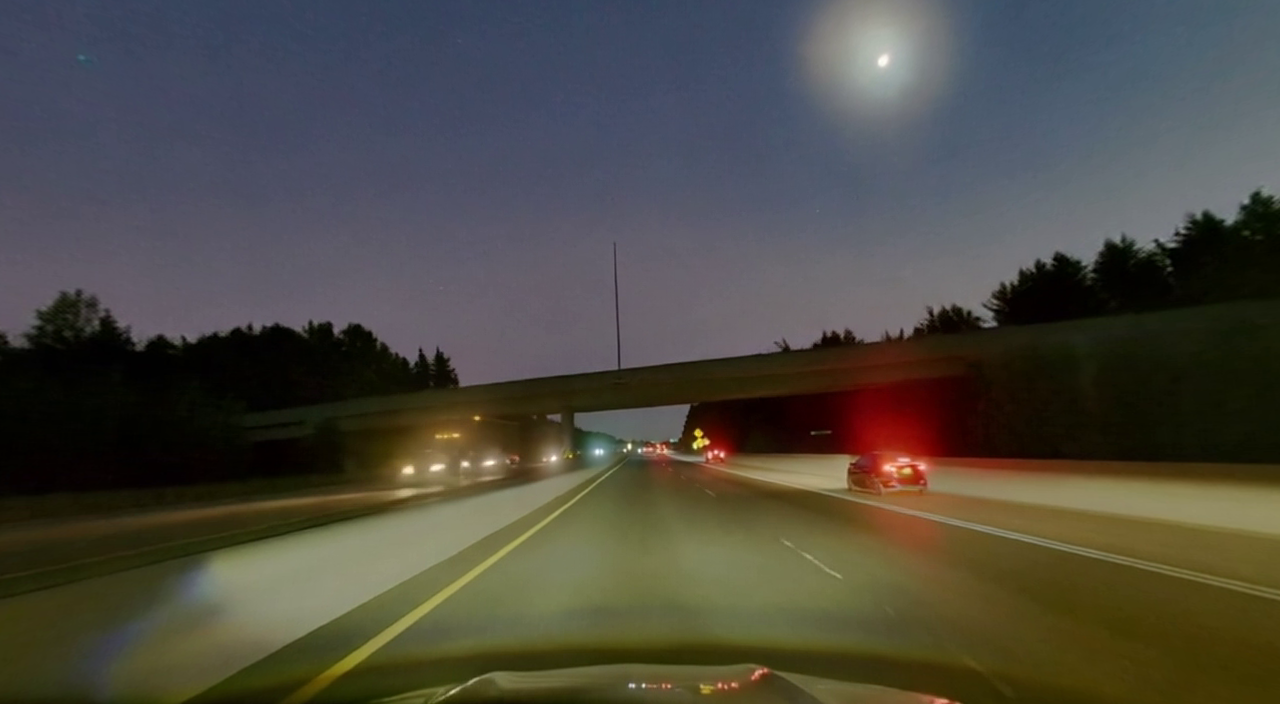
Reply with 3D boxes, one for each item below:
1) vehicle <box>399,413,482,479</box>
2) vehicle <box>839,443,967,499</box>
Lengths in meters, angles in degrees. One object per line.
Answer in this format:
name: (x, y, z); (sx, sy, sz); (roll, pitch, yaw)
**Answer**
vehicle: (-12.576, 6.050, 40.500); (2.948, 3.836, 6.895); (0, -9, 0)
vehicle: (7.658, 3.492, 18.872); (1.987, 1.473, 4.244); (0, -9, 0)
